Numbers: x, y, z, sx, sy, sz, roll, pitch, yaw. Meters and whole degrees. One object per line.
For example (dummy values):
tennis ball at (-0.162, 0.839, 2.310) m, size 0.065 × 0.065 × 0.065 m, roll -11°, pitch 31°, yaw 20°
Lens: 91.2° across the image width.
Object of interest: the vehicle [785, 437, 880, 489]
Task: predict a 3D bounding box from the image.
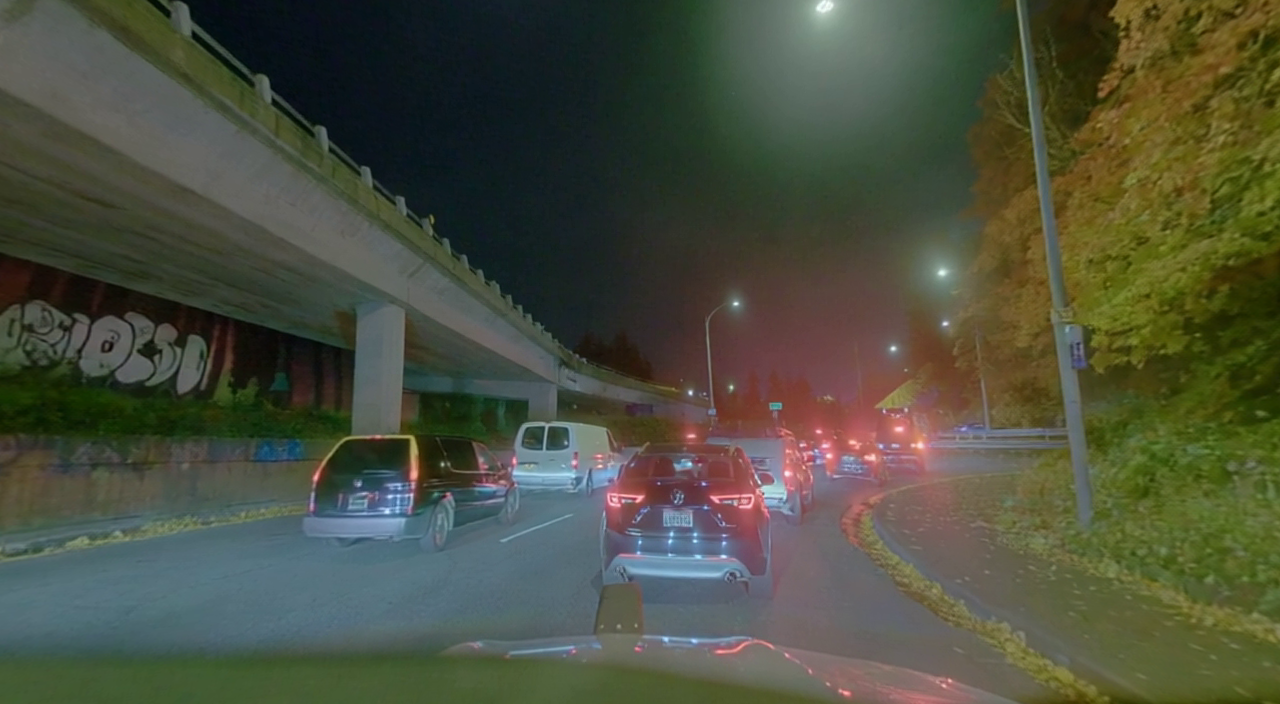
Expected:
vehicle at (6.132, 3.439, 19.683) m, size 1.780 × 1.446 × 3.902 m, roll -6°, pitch -11°, yaw 32°

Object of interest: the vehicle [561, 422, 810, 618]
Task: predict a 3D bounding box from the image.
vehicle at (0.785, 1.638, 7.003) m, size 2.064 × 1.515 × 3.722 m, roll -3°, pitch -9°, yaw 14°

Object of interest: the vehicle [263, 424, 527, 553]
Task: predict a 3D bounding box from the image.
vehicle at (-3.437, 2.001, 9.827) m, size 1.921 × 1.554 × 4.081 m, roll -2°, pitch -9°, yaw 11°

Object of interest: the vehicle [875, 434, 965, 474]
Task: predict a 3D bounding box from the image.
vehicle at (11.564, 4.168, 25.777) m, size 3.934 × 1.485 × 1.763 m, roll 7°, pitch -12°, yaw -40°
